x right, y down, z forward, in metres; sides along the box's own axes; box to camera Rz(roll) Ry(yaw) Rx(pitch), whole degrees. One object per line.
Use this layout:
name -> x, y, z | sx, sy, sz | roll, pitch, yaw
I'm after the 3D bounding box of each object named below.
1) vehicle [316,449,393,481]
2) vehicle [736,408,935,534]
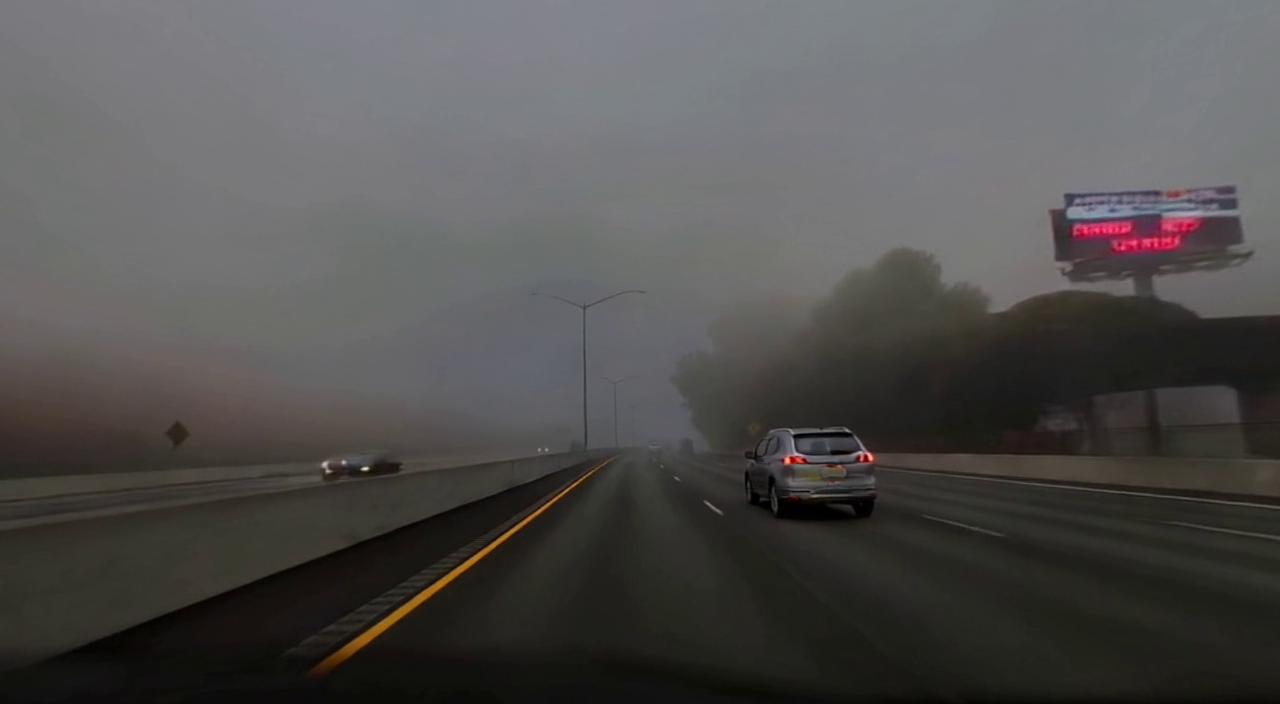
vehicle -> -14.460, 5.698, 32.275 | 1.831, 1.457, 4.500 | -1, -9, 0
vehicle -> 3.035, 1.973, 10.992 | 1.973, 1.710, 4.476 | 0, -9, -1
